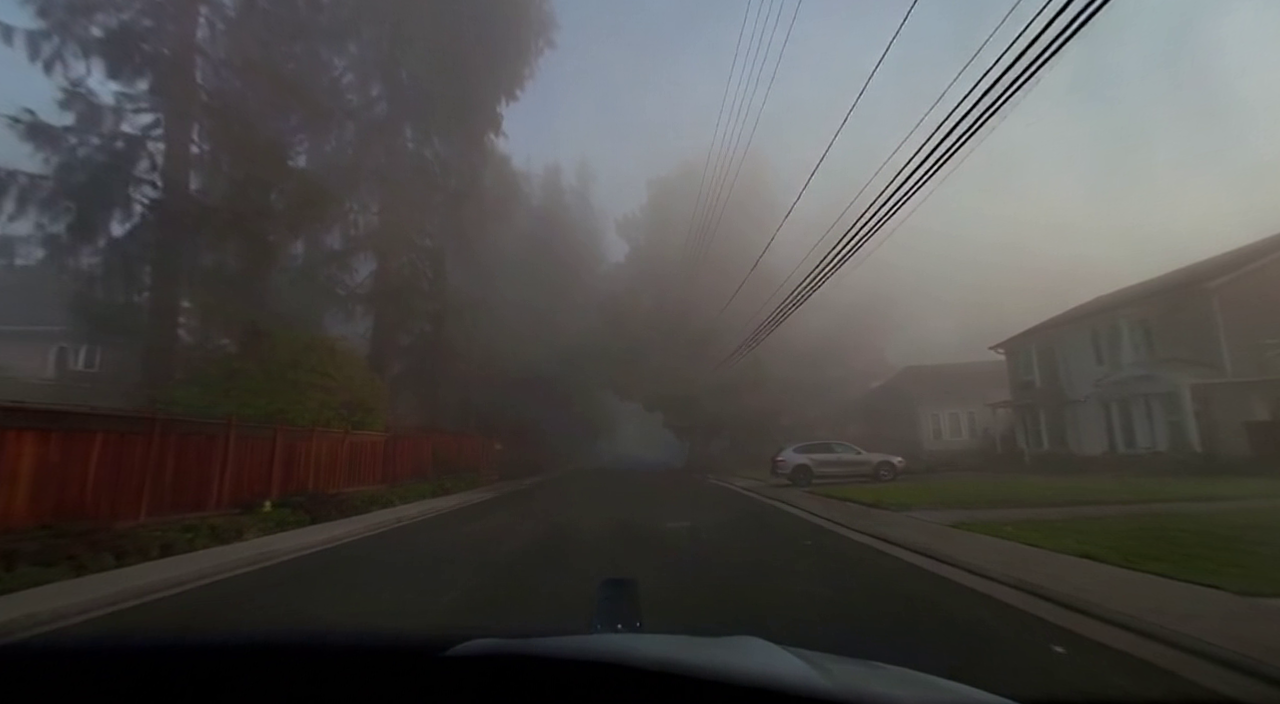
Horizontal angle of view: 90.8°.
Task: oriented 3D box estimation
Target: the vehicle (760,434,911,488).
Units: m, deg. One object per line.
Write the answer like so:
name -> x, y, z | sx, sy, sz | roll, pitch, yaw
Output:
vehicle -> 6.996, 3.952, 23.038 | 4.806, 1.851, 2.050 | 0, -9, 1
